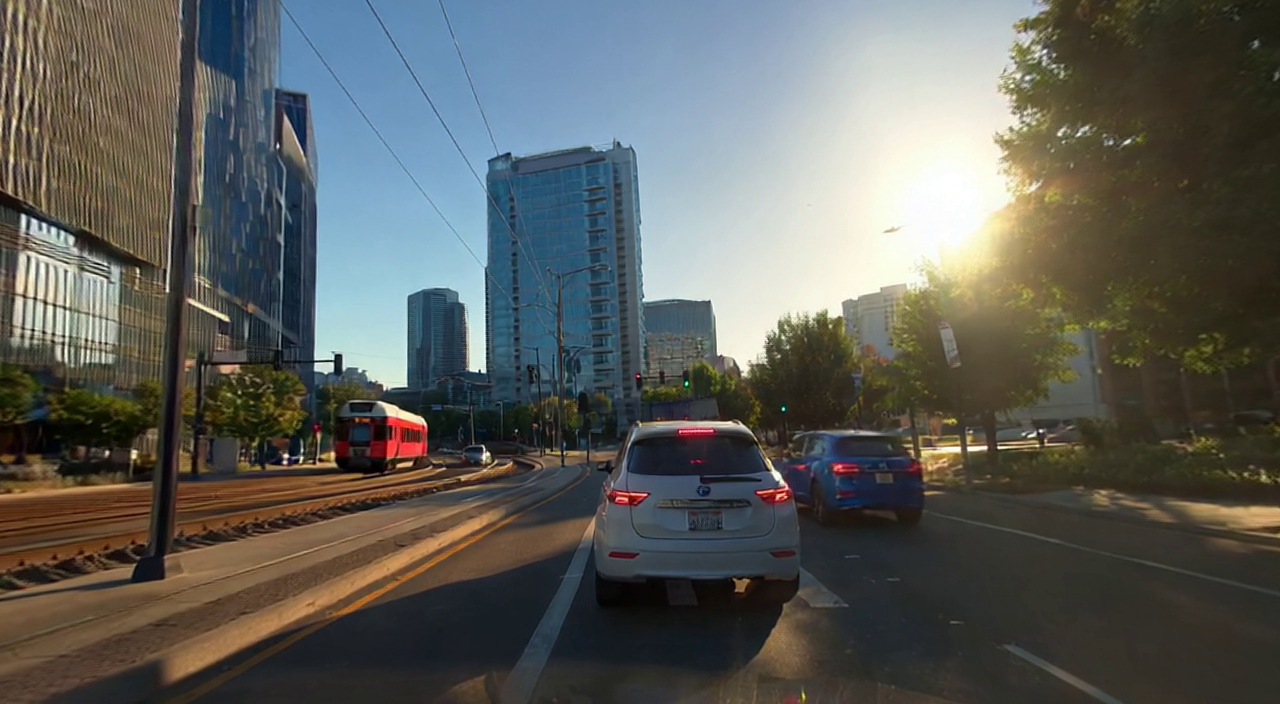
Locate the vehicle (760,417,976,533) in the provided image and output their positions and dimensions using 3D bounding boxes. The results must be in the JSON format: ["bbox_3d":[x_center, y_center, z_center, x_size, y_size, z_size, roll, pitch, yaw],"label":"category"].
[{"bbox_3d":[3.870,2.200,11.832,2.212,1.709,4.715,0,-9,-1],"label":"vehicle"}]

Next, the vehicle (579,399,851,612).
[{"bbox_3d":[0.489,1.537,7.172,2.190,1.684,4.084,0,-9,-3],"label":"vehicle"}]
